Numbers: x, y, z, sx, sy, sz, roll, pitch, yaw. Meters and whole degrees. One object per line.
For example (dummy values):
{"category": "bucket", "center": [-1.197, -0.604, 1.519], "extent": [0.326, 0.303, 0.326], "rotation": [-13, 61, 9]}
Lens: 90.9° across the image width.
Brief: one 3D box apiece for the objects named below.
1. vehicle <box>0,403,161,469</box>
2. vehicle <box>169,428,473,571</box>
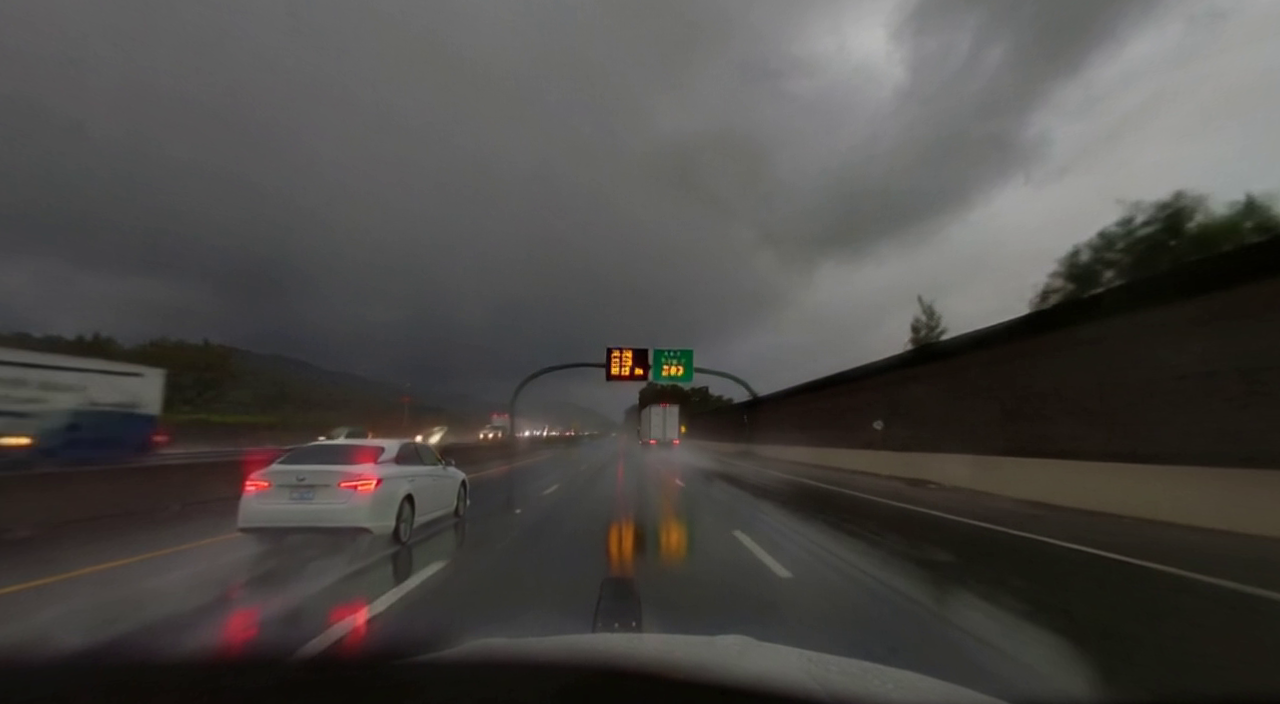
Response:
{"category": "vehicle", "center": [-16.229, 2.370, 17.606], "extent": [2.198, 1.601, 4.448], "rotation": [0, -8, -1]}
{"category": "vehicle", "center": [-3.885, 1.825, 8.757], "extent": [1.971, 1.444, 4.401], "rotation": [0, -8, -1]}
